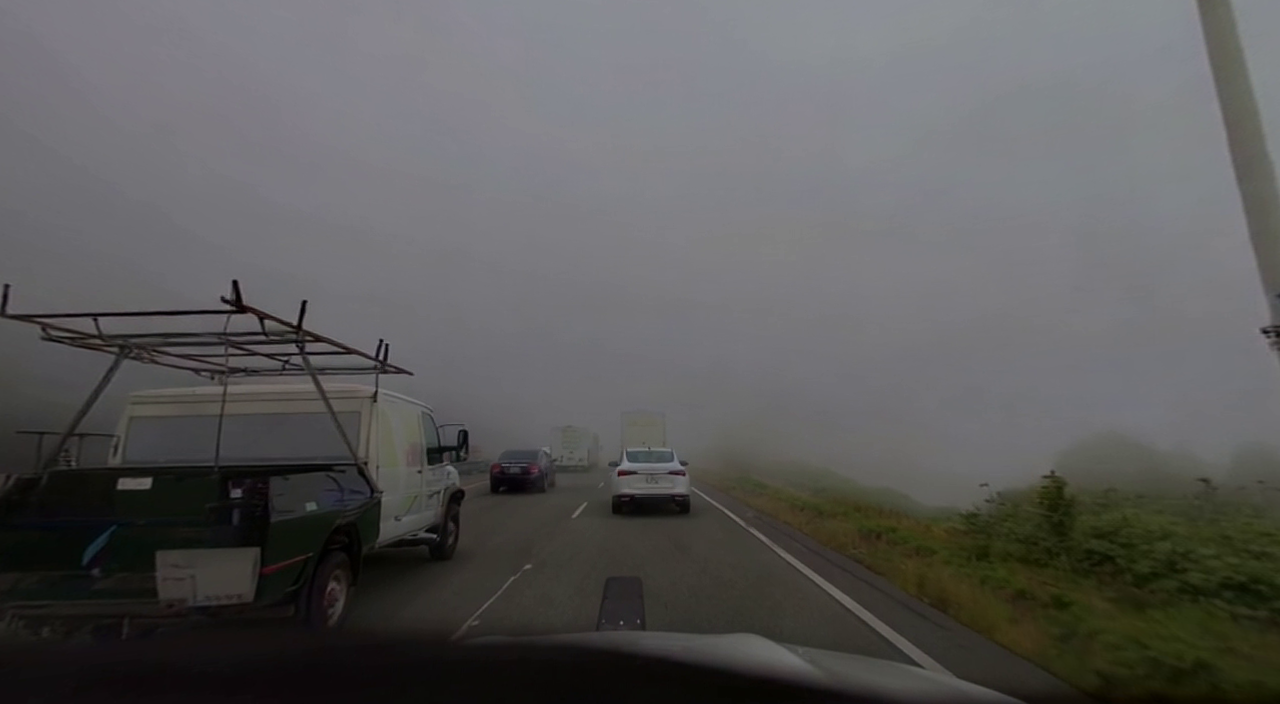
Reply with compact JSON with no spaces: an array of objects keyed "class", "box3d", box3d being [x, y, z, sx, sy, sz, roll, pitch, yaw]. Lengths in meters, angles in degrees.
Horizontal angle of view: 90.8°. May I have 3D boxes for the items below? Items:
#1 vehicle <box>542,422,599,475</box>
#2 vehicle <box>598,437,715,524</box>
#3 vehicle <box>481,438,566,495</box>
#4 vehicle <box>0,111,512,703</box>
[{"class":"vehicle","box3d":[-3.668,5.322,34.697,2.290,2.613,5.975,0,-9,2]},{"class":"vehicle","box3d":[0.268,2.545,12.960,2.063,1.507,3.488,0,-9,-1]},{"class":"vehicle","box3d":[-3.649,3.648,20.433,1.963,1.627,3.849,0,-9,1]},{"class":"vehicle","box3d":[-3.019,0.874,5.742,2.289,2.757,6.726,0,-9,0]}]
